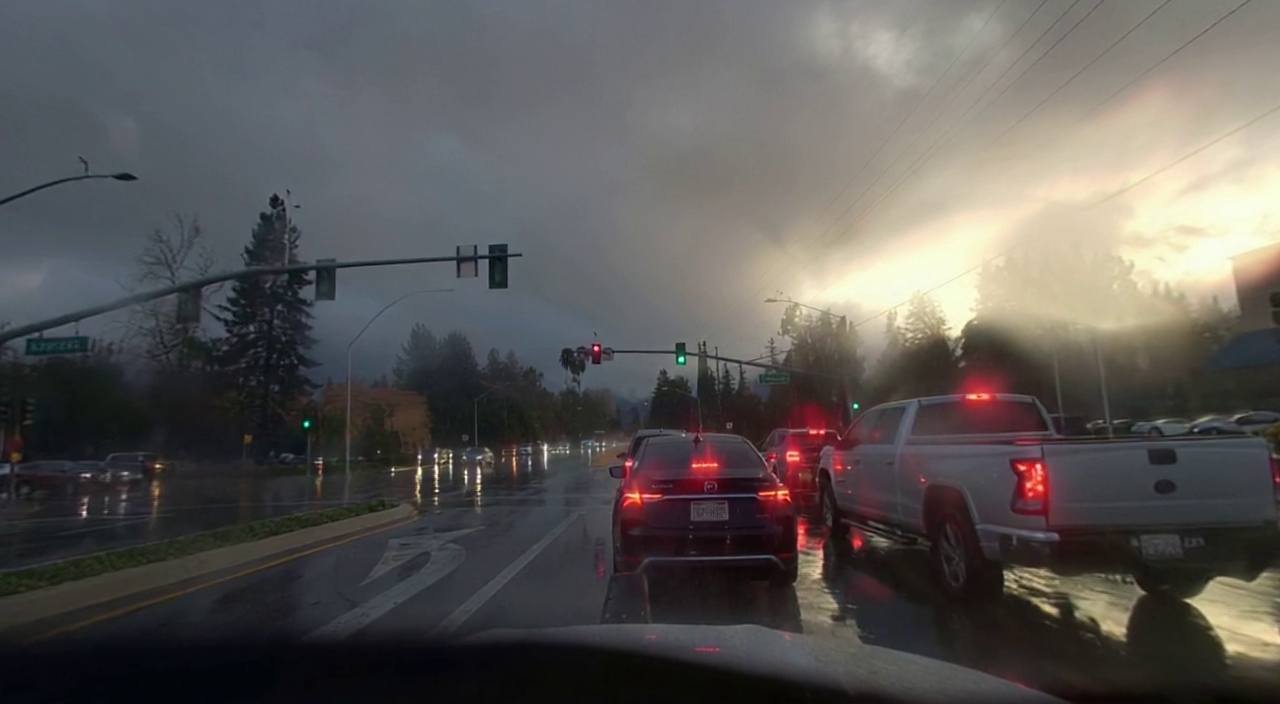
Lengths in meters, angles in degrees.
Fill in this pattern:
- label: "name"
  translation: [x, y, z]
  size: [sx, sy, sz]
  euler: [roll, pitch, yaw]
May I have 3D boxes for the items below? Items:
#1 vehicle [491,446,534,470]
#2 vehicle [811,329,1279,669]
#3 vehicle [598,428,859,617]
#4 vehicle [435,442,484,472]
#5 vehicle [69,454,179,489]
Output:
- label: "vehicle"
  translation: [-8.438, 7.052, 42.124]
  size: [2.002, 1.469, 4.301]
  euler: [0, -8, -1]
- label: "vehicle"
  translation: [3.795, 1.284, 6.678]
  size: [2.358, 2.116, 5.328]
  euler: [0, -8, -1]
- label: "vehicle"
  translation: [0.615, 1.605, 6.859]
  size: [2.038, 1.447, 3.756]
  euler: [0, -8, -2]
- label: "vehicle"
  translation: [-11.881, 6.926, 41.875]
  size: [1.991, 1.844, 4.393]
  euler: [0, -8, -1]
- label: "vehicle"
  translation: [-29.089, 6.712, 35.627]
  size: [4.789, 1.828, 2.025]
  euler: [-2, -9, 10]
